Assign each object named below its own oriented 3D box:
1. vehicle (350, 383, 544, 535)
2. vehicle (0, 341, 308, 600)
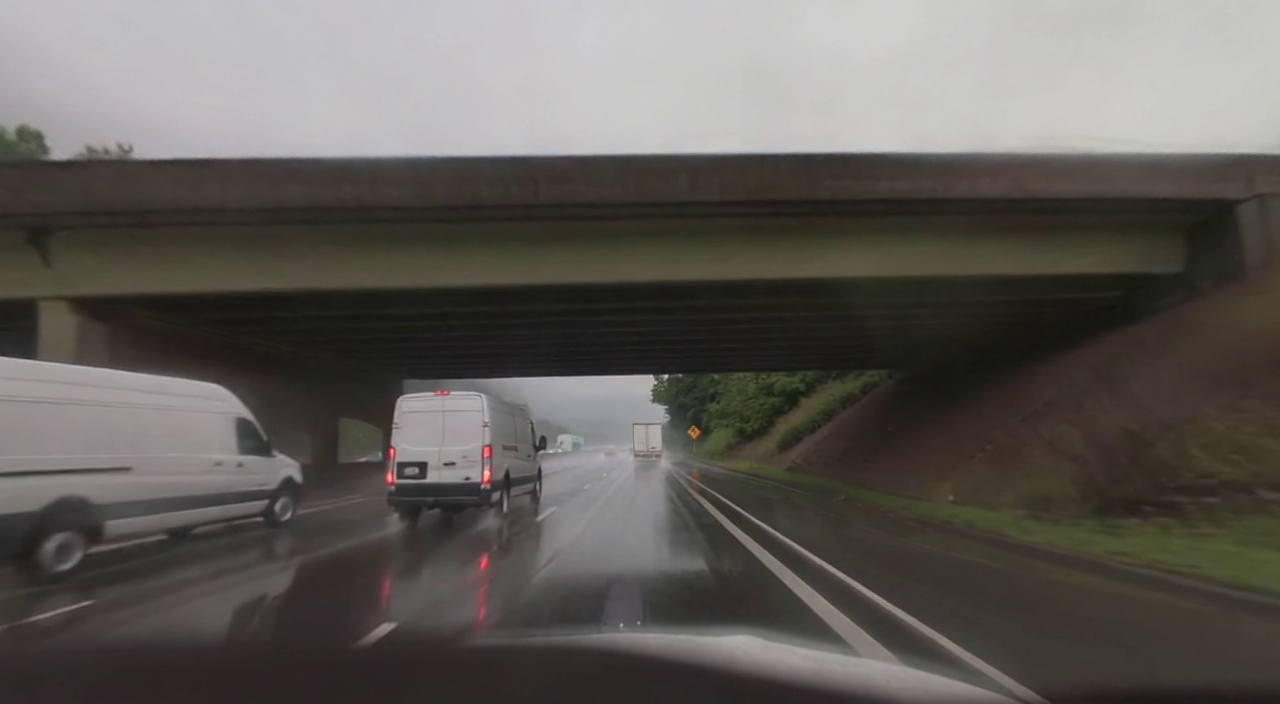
[{"bbox_3d":[-3.892,2.364,14.310,2.504,2.694,5.934,0,-9,0],"label":"vehicle"},{"bbox_3d":[-7.692,1.568,8.737,2.594,2.571,6.424,0,-9,0],"label":"vehicle"}]
